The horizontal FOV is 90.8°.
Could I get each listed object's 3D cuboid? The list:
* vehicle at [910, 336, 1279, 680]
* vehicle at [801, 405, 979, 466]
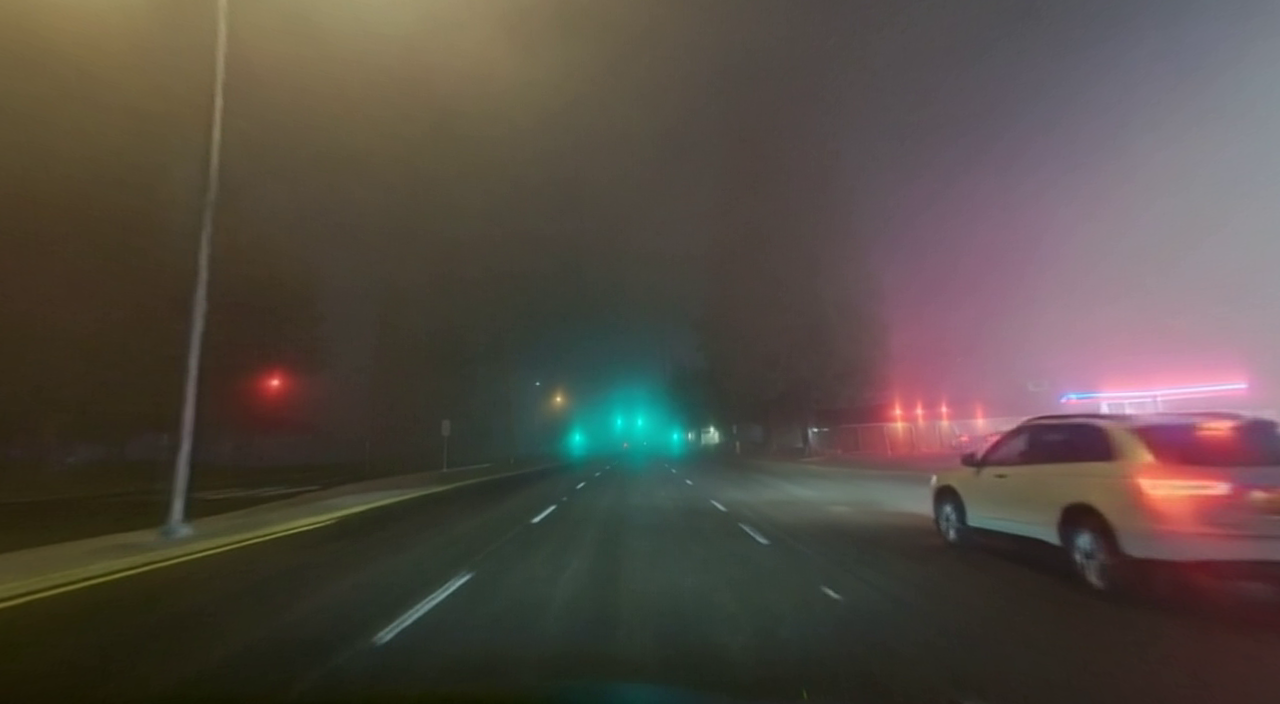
[{"bbox_3d":[4.660,1.179,5.698,2.245,1.864,5.076,0,-8,1],"label":"vehicle"},{"bbox_3d":[14.457,4.879,37.070,9.127,3.409,2.992,0,-8,-1],"label":"vehicle"}]
